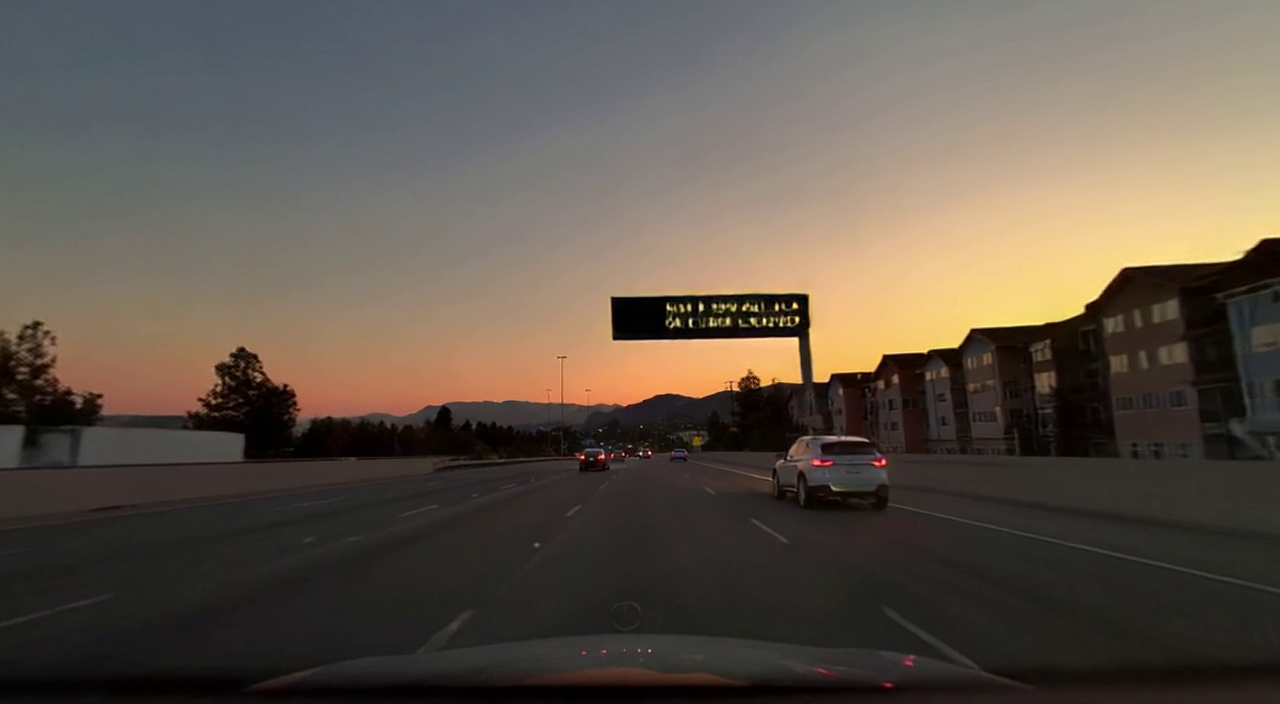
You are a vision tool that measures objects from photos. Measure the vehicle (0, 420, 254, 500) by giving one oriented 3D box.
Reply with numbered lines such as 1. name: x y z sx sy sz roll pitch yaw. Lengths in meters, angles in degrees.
1. vehicle: -31.297 6.718 39.951 2.885 3.956 16.583 0 -9 1

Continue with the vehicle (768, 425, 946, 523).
1. vehicle: 4.389 2.562 13.717 2.170 1.733 4.631 0 -9 0

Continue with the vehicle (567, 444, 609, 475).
1. vehicle: -3.076 6.449 38.139 2.075 1.721 4.763 0 -9 0
